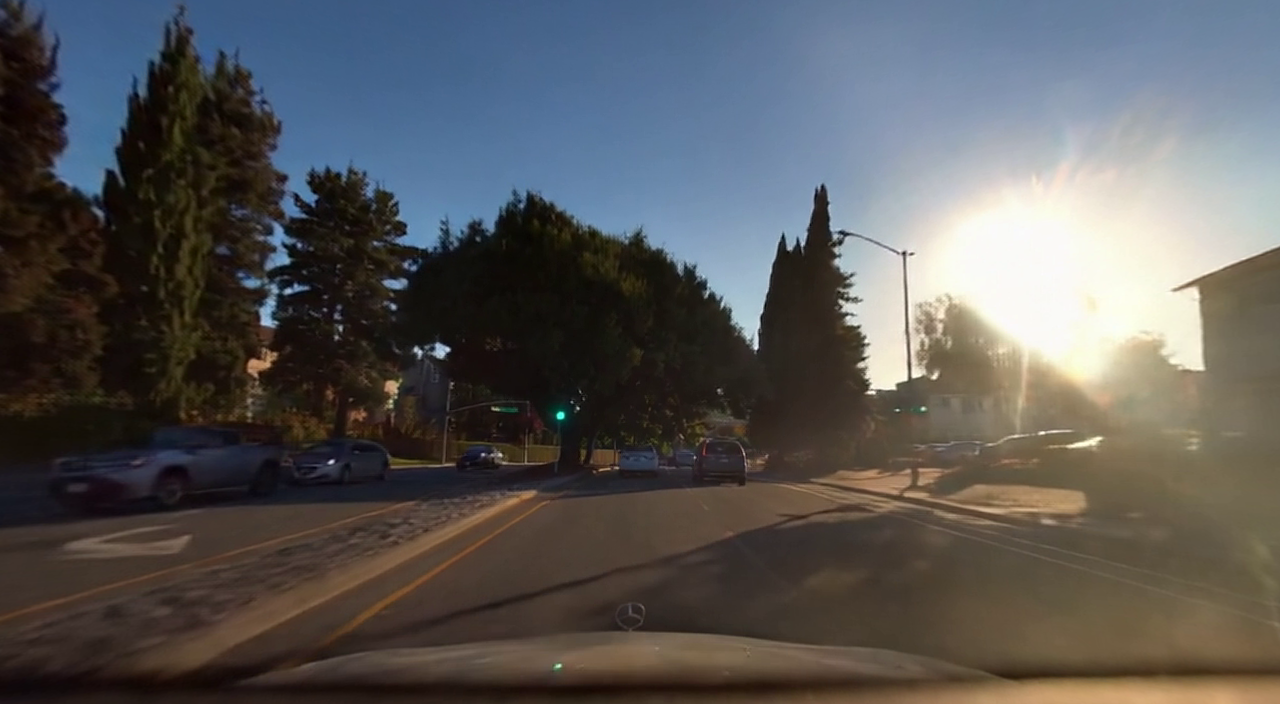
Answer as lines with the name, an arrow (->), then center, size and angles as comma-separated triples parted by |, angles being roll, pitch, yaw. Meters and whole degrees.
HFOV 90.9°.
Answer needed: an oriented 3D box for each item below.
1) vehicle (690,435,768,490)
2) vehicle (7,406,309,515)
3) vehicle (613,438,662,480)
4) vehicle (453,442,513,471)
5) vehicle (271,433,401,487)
vehicle -> 3.078, 3.950, 22.874 | 2.166, 1.799, 4.372 | 0, -8, 0
vehicle -> -9.195, 2.138, 12.873 | 1.893, 1.735, 5.318 | 0, -8, 1
vehicle -> -0.074, 5.052, 30.051 | 2.185, 1.822, 4.391 | 0, -8, 1
vehicle -> -8.763, 5.848, 35.623 | 1.991, 1.503, 4.688 | -1, -8, 3
vehicle -> -9.158, 3.268, 19.452 | 1.829, 1.463, 4.403 | 0, -8, 0
